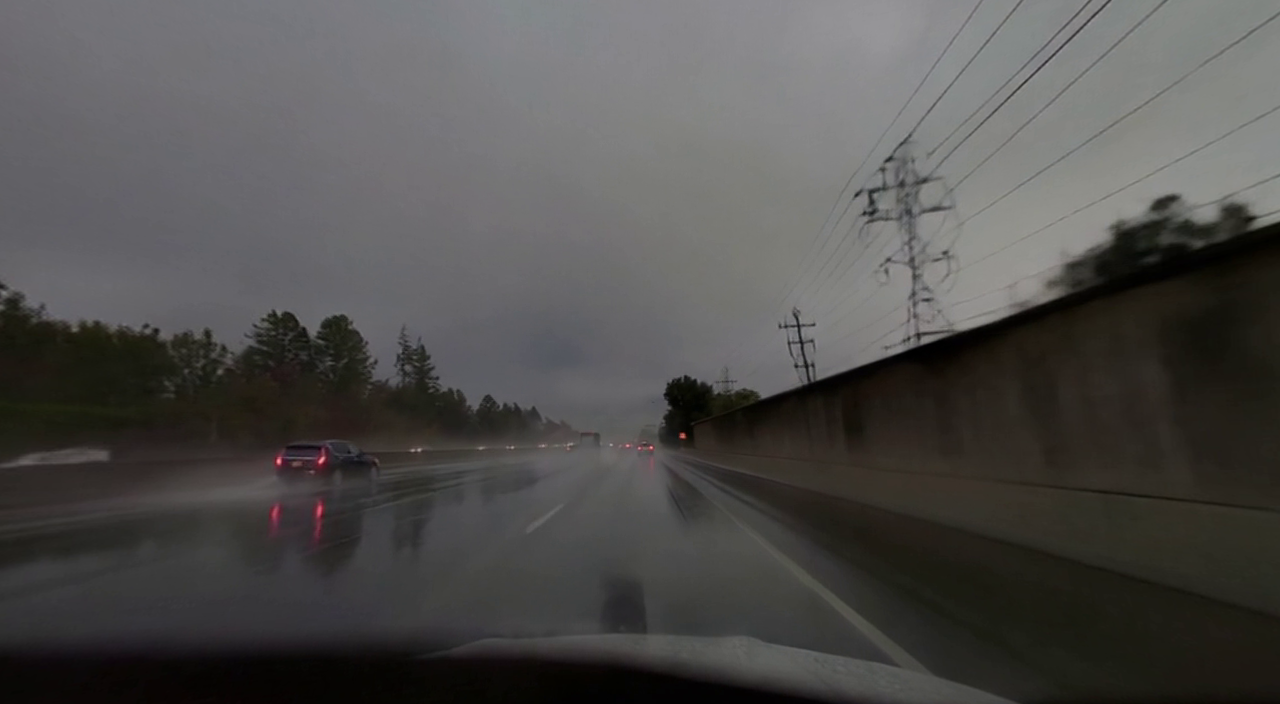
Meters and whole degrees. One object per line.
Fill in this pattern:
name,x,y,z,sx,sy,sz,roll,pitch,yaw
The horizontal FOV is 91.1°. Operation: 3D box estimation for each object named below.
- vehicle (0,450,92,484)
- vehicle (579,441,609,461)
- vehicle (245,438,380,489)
vehicle,-29.118,5.451,30.120,1.766,1.434,4.277,0,-8,1
vehicle,-3.554,7.792,49.402,2.046,1.478,4.111,0,-8,0
vehicle,-10.752,3.684,21.103,1.955,1.496,4.732,0,-8,1
